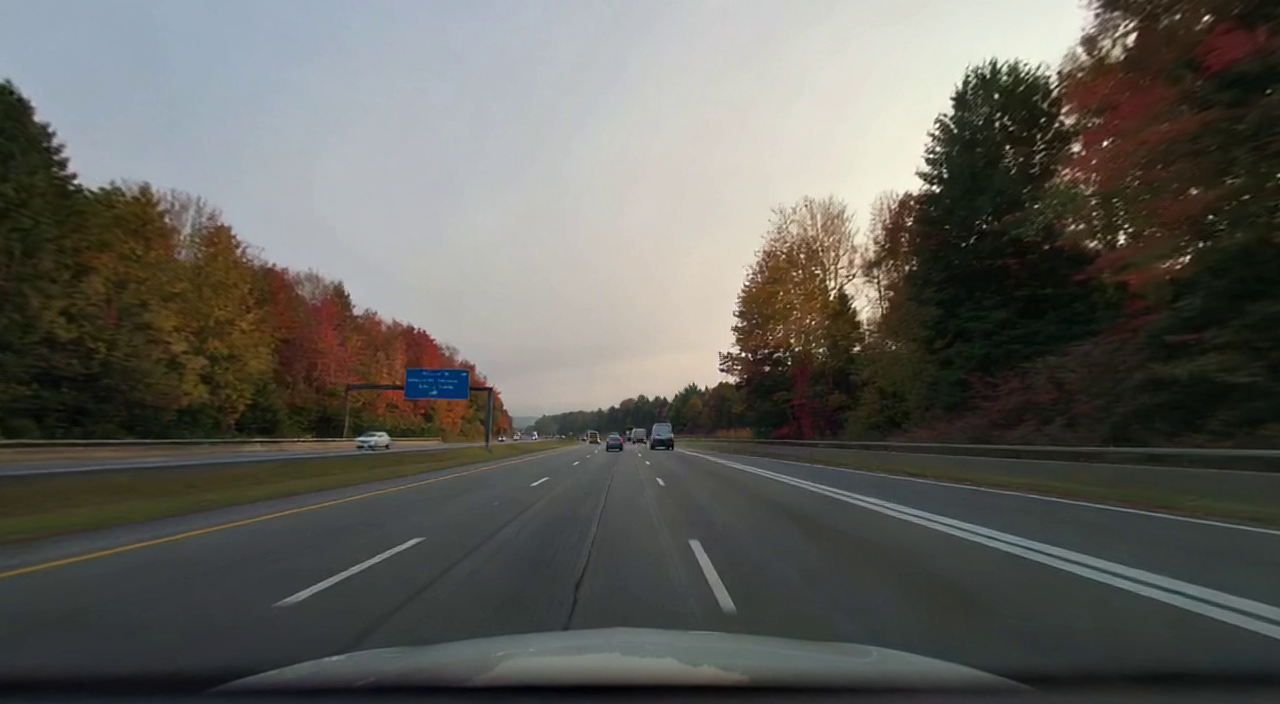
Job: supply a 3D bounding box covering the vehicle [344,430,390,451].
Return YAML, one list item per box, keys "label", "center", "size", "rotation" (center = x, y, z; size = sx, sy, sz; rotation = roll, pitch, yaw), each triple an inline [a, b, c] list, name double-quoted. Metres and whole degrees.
- label: "vehicle"
  center: [-20.011, 6.467, 46.206]
  size: [1.706, 1.457, 3.739]
  rotation: [0, -8, -1]
